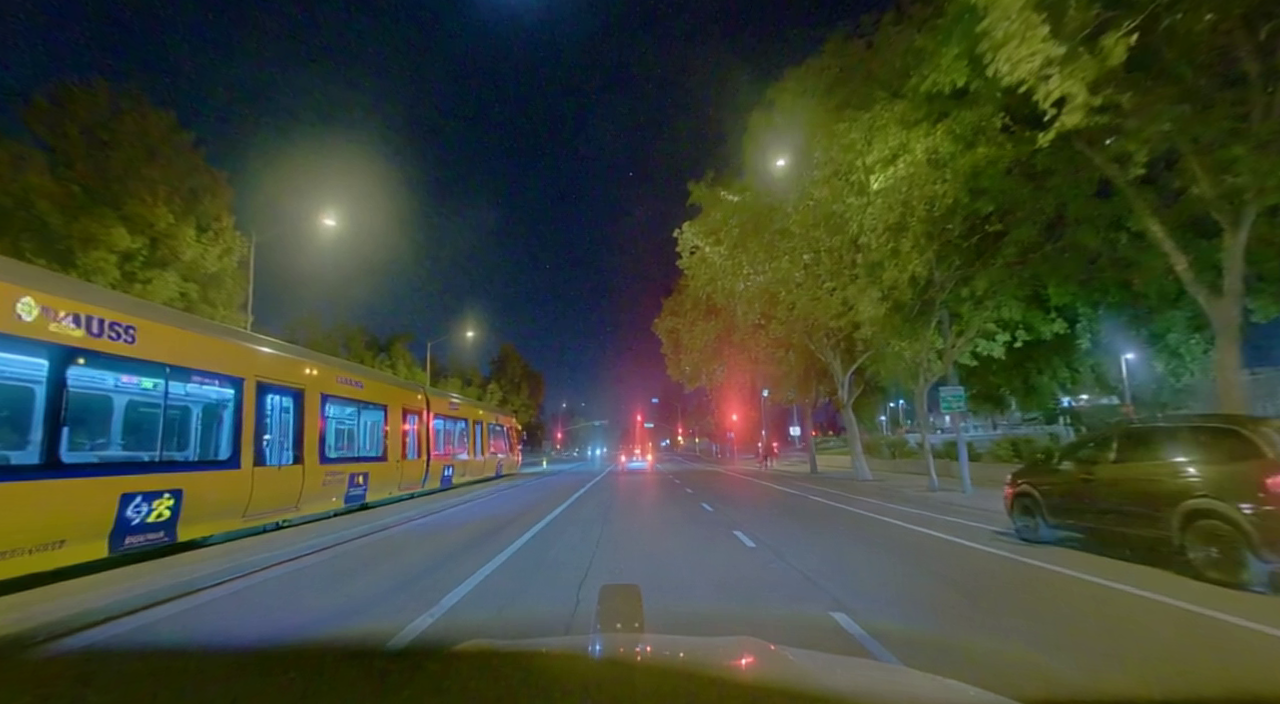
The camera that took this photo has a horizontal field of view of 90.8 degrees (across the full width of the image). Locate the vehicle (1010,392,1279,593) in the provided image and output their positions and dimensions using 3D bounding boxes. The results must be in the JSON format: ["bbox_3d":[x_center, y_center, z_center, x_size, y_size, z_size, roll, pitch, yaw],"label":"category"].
[{"bbox_3d":[6.820,1.466,7.089,2.201,1.779,5.076,0,-8,0],"label":"vehicle"}]

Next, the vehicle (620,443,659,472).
[{"bbox_3d":[-0.020,5.756,34.748,2.002,1.471,4.337,0,-8,0],"label":"vehicle"}]

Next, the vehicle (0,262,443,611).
[{"bbox_3d":[-7.800,1.633,13.487,2.897,3.700,13.528,0,-7,0],"label":"vehicle"}]
